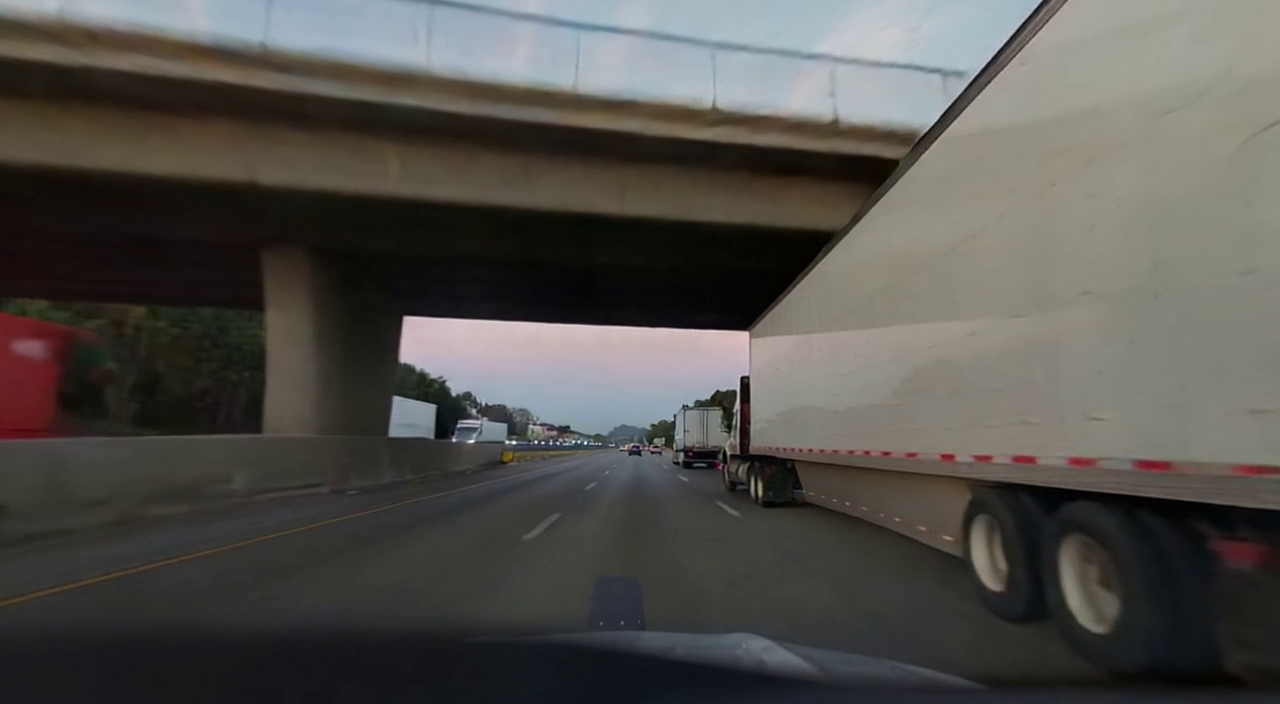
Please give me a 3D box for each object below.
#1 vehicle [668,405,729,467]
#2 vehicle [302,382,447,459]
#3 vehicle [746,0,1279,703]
[{"bbox_3d":[4.116,6.563,48.211,2.881,3.995,14.382,0,-9,-2],"label":"vehicle"},{"bbox_3d":[-15.913,4.617,39.758,2.918,3.945,14.545,0,-9,0],"label":"vehicle"},{"bbox_3d":[4.019,0.463,7.825,2.922,3.987,14.038,0,-9,0],"label":"vehicle"}]
